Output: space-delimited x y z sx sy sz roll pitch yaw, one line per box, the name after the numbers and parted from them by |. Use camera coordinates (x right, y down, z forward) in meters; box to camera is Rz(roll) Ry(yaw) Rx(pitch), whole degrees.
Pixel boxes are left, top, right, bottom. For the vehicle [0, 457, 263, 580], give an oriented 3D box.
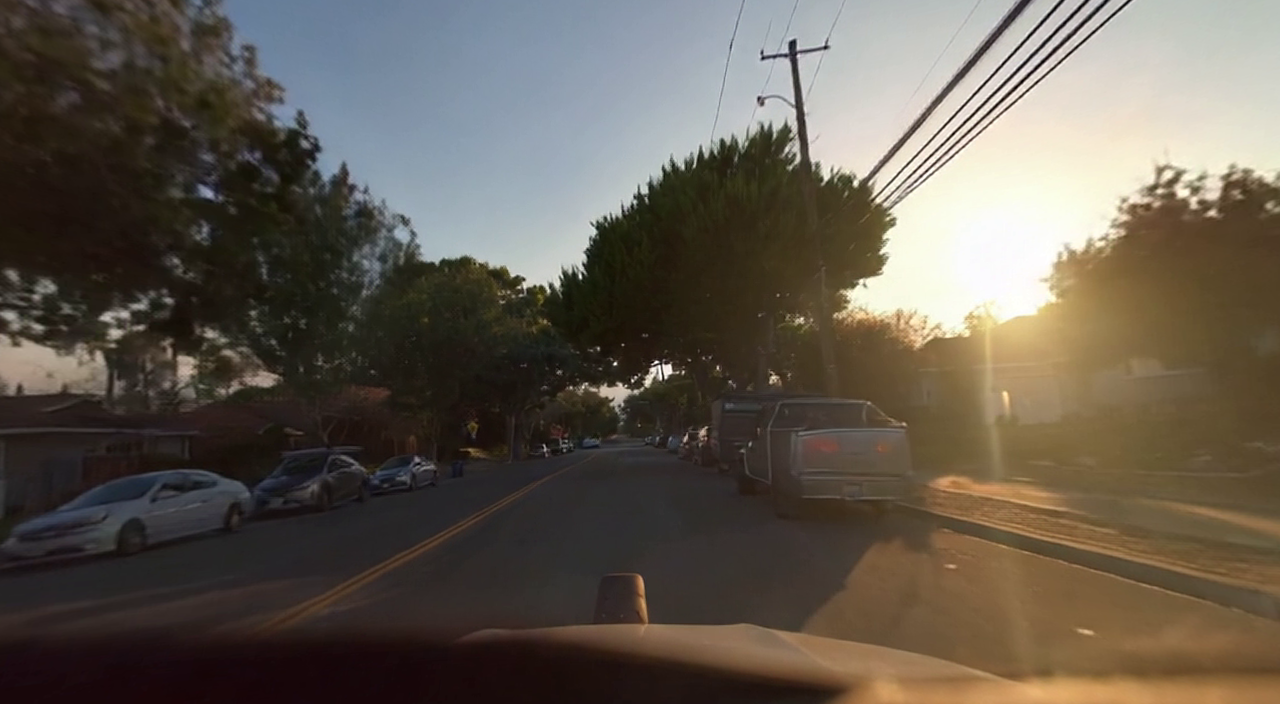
-8.391 2.620 10.655 1.821 1.476 4.060 -5 -8 -4 | vehicle

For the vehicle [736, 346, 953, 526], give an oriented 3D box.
3.072 1.413 10.584 2.233 2.453 3.787 0 -9 -1 | vehicle

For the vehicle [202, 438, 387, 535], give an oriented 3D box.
-8.534 3.253 16.192 2.163 1.841 4.679 -6 -7 -1 | vehicle

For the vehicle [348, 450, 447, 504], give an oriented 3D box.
-8.402 4.316 22.281 1.839 1.384 4.124 -7 -7 -2 | vehicle
